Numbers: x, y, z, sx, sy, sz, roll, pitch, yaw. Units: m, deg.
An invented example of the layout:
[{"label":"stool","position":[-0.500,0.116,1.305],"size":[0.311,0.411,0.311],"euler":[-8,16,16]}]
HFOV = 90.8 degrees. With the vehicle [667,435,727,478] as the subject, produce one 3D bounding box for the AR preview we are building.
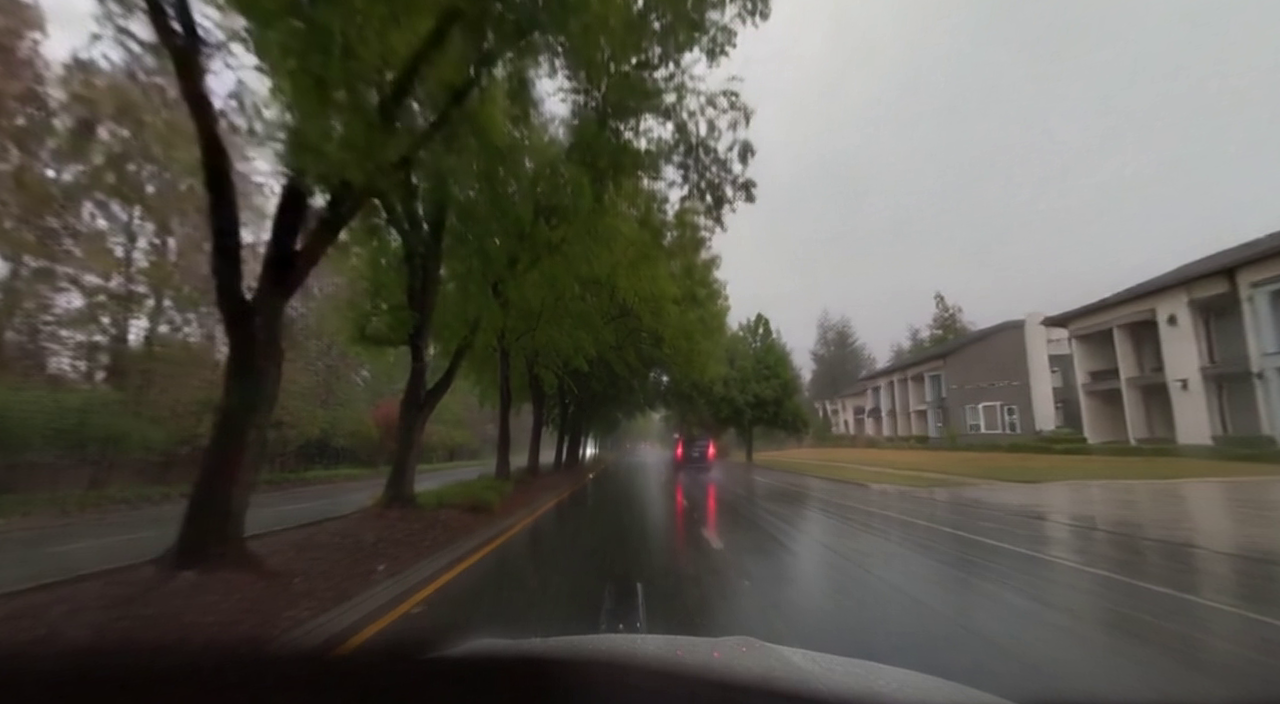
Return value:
[{"label":"vehicle","position":[2.452,4.653,28.339],"size":[2.164,1.725,4.285],"euler":[0,-9,-1]}]
